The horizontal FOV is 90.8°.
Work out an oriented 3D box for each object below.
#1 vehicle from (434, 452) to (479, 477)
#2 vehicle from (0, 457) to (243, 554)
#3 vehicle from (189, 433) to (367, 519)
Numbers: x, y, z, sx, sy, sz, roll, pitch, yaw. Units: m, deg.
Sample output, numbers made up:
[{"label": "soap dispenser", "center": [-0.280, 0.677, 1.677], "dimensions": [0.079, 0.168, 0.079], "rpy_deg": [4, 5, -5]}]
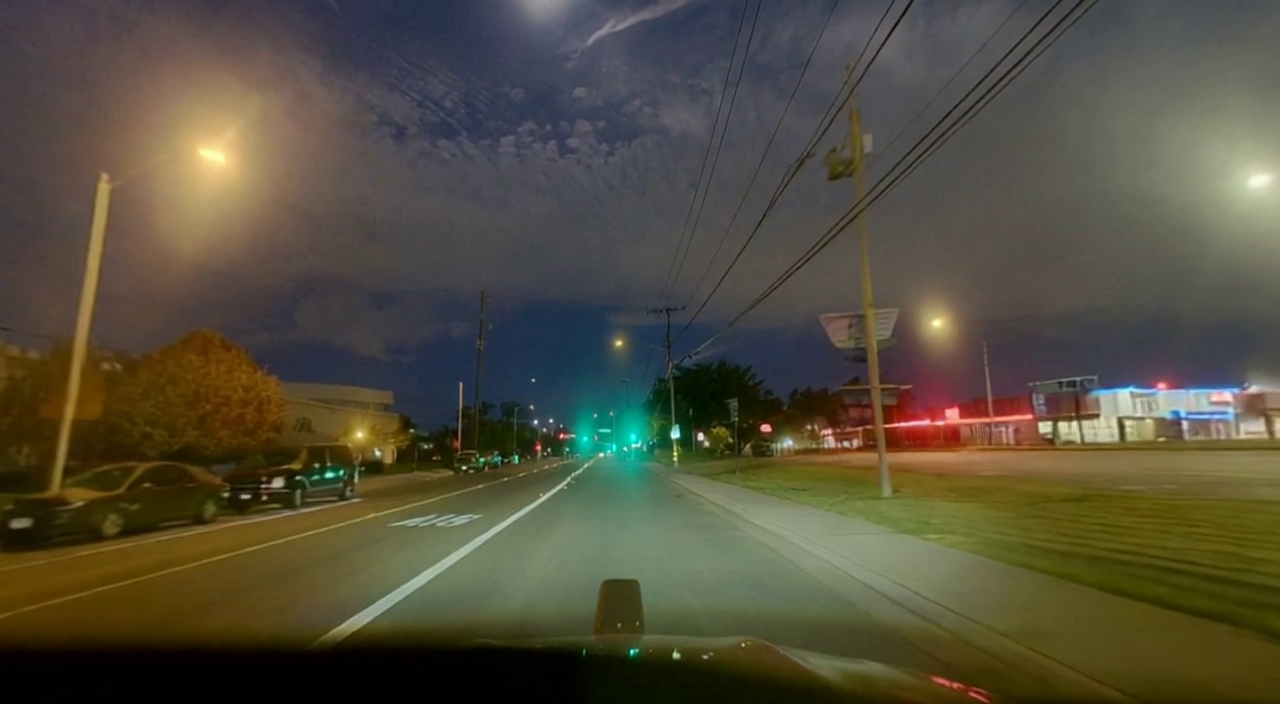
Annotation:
[{"label": "vehicle", "center": [-11.800, 7.214, 40.804], "dimensions": [1.939, 1.502, 4.398], "rpy_deg": [1, -9, -5]}, {"label": "vehicle", "center": [-10.209, 2.867, 12.531], "dimensions": [1.842, 1.461, 4.568], "rpy_deg": [0, -9, -3]}, {"label": "vehicle", "center": [-10.356, 3.590, 18.825], "dimensions": [2.210, 2.025, 5.665], "rpy_deg": [-2, -9, -3]}]
